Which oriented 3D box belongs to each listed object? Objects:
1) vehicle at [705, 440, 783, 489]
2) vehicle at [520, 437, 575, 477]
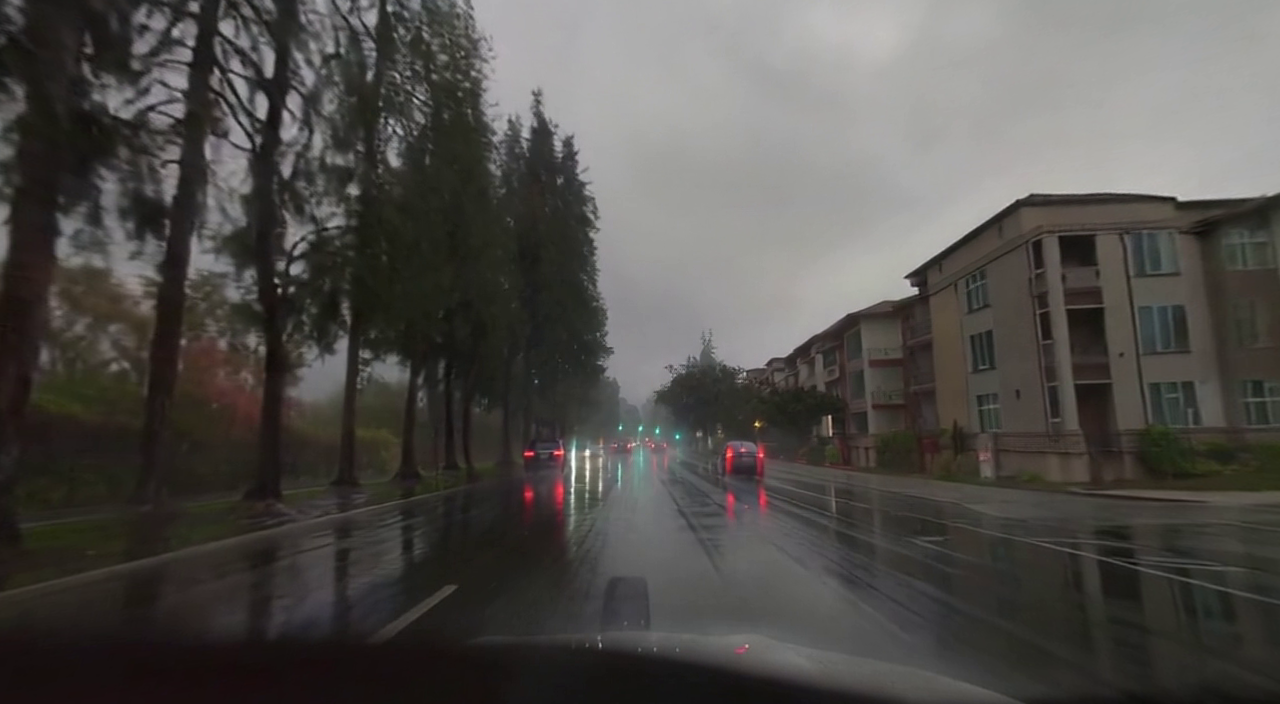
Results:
[{"bbox_3d":[3.476,3.837,21.881,1.945,1.530,4.320,0,-8,0],"label":"vehicle"},{"bbox_3d":[-4.578,5.282,32.008,2.216,1.828,4.886,0,-9,-2],"label":"vehicle"}]
